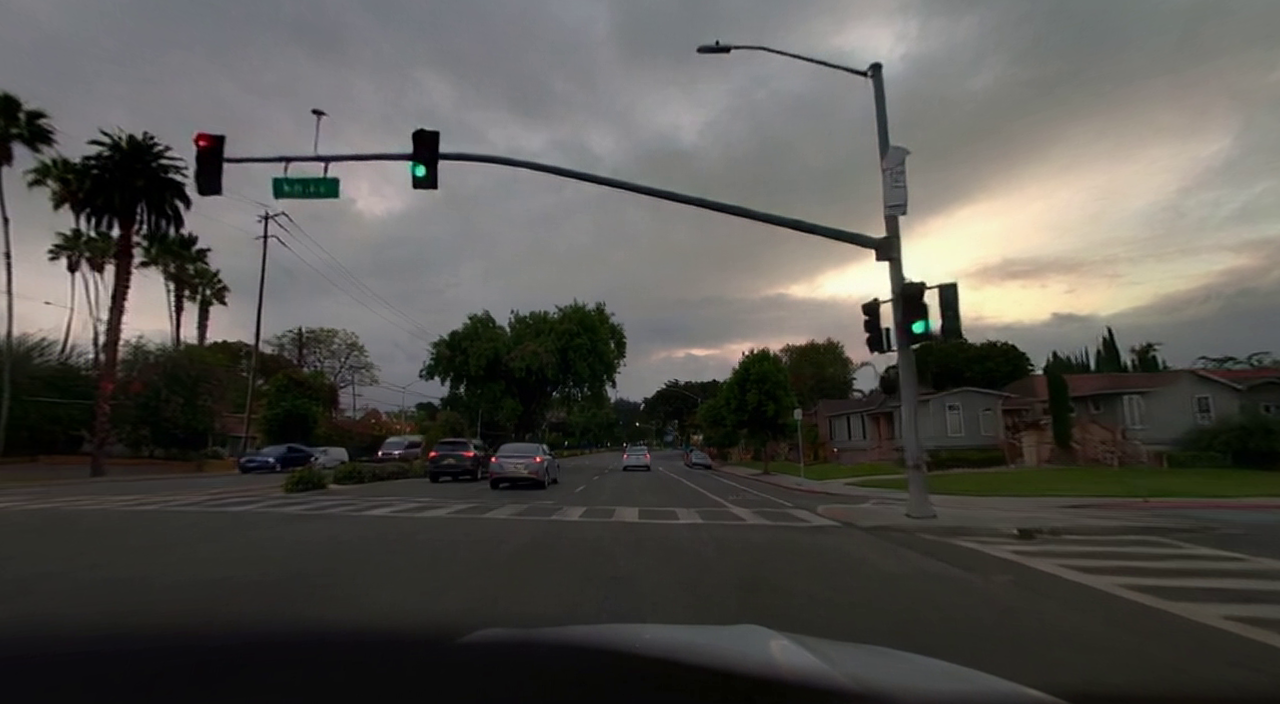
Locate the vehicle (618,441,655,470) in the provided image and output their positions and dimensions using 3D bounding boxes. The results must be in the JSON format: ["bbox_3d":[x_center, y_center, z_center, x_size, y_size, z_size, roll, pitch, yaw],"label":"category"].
[{"bbox_3d":[-0.268,6.773,41.299,2.280,1.803,4.240,0,-9,-1],"label":"vehicle"}]

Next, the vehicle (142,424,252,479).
[{"bbox_3d":[-26.007,5.861,37.278,2.512,2.978,5.172,1,-9,0],"label":"vehicle"}]

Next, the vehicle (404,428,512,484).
[{"bbox_3d":[-7.217,4.233,25.921,2.457,2.010,6.330,0,-9,1],"label":"vehicle"}]

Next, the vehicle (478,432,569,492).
[{"bbox_3d":[-3.834,3.716,21.594,2.116,1.806,4.516,0,-9,1],"label":"vehicle"}]

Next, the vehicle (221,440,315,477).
[{"bbox_3d":[-18.382,5.270,31.391,2.064,1.670,4.242,0,-9,0],"label":"vehicle"}]

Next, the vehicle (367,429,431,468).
[{"bbox_3d":[-17.991,7.263,47.350,2.331,2.714,5.872,0,-9,1],"label":"vehicle"}]
